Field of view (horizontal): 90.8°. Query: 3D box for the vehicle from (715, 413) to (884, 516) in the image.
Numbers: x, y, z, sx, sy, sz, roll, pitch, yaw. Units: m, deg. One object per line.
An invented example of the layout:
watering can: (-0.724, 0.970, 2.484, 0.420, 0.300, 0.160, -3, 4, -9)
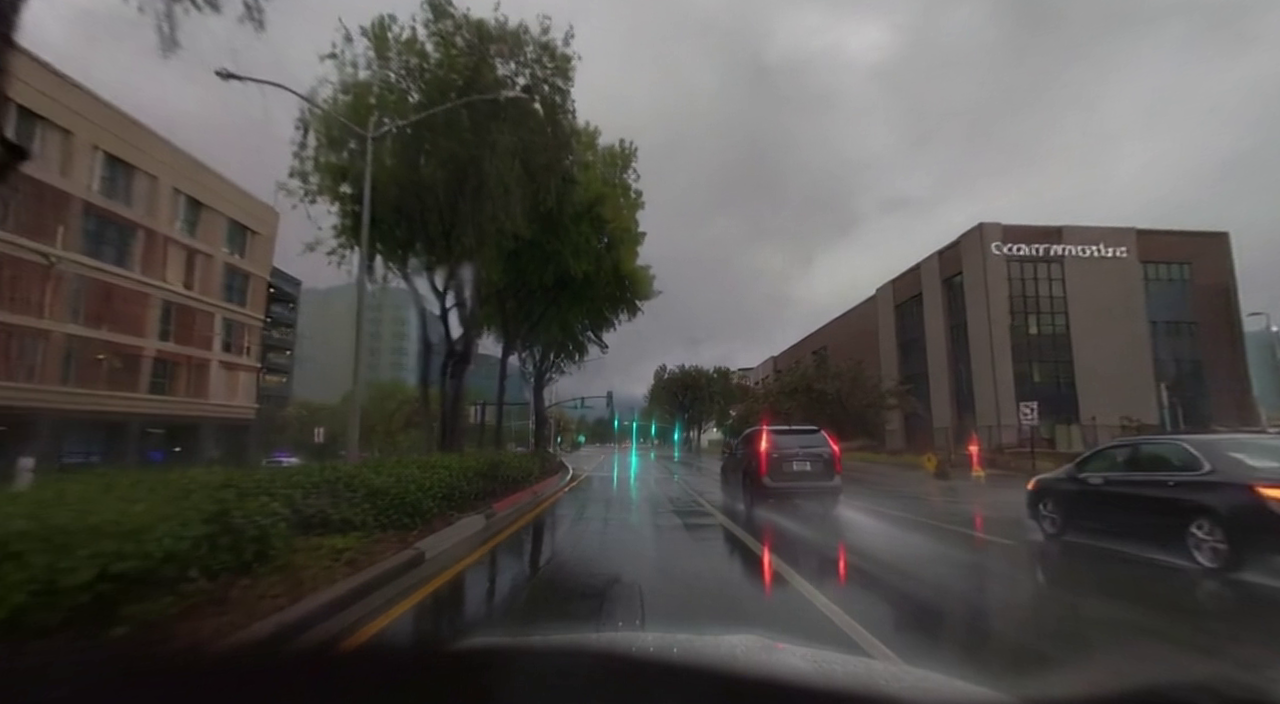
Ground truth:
vehicle: (3.399, 2.566, 14.876, 2.505, 1.971, 5.162, 0, -9, -1)

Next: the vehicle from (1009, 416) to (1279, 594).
vehicle: (6.847, 1.658, 7.712, 2.088, 1.524, 5.085, -1, -9, 6)
